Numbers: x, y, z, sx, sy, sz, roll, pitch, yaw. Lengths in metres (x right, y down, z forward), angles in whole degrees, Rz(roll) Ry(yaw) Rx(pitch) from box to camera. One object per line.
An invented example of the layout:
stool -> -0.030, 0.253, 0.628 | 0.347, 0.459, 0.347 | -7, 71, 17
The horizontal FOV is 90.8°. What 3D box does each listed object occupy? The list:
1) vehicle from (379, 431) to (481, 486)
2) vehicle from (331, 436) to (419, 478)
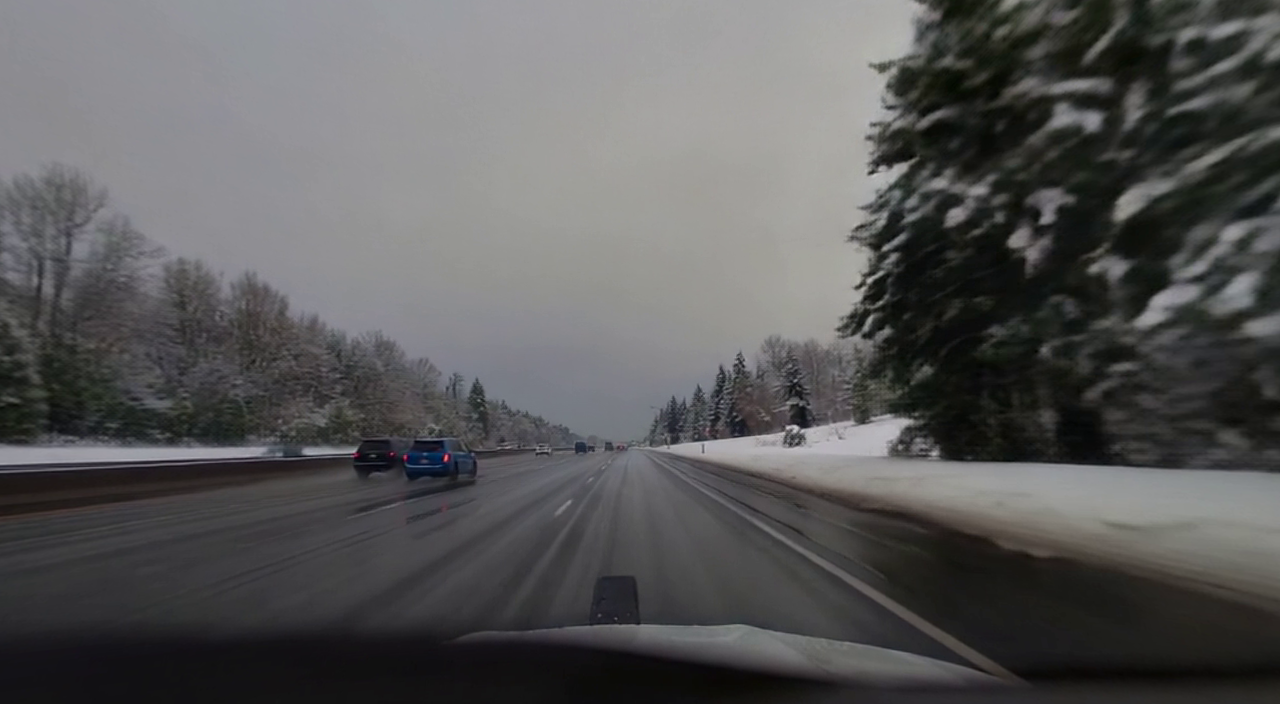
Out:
vehicle -> -7.389, 3.811, 22.817 | 2.146, 1.766, 4.502 | 0, -9, -1
vehicle -> -11.639, 4.638, 28.124 | 2.016, 1.711, 4.365 | 0, -9, -1
